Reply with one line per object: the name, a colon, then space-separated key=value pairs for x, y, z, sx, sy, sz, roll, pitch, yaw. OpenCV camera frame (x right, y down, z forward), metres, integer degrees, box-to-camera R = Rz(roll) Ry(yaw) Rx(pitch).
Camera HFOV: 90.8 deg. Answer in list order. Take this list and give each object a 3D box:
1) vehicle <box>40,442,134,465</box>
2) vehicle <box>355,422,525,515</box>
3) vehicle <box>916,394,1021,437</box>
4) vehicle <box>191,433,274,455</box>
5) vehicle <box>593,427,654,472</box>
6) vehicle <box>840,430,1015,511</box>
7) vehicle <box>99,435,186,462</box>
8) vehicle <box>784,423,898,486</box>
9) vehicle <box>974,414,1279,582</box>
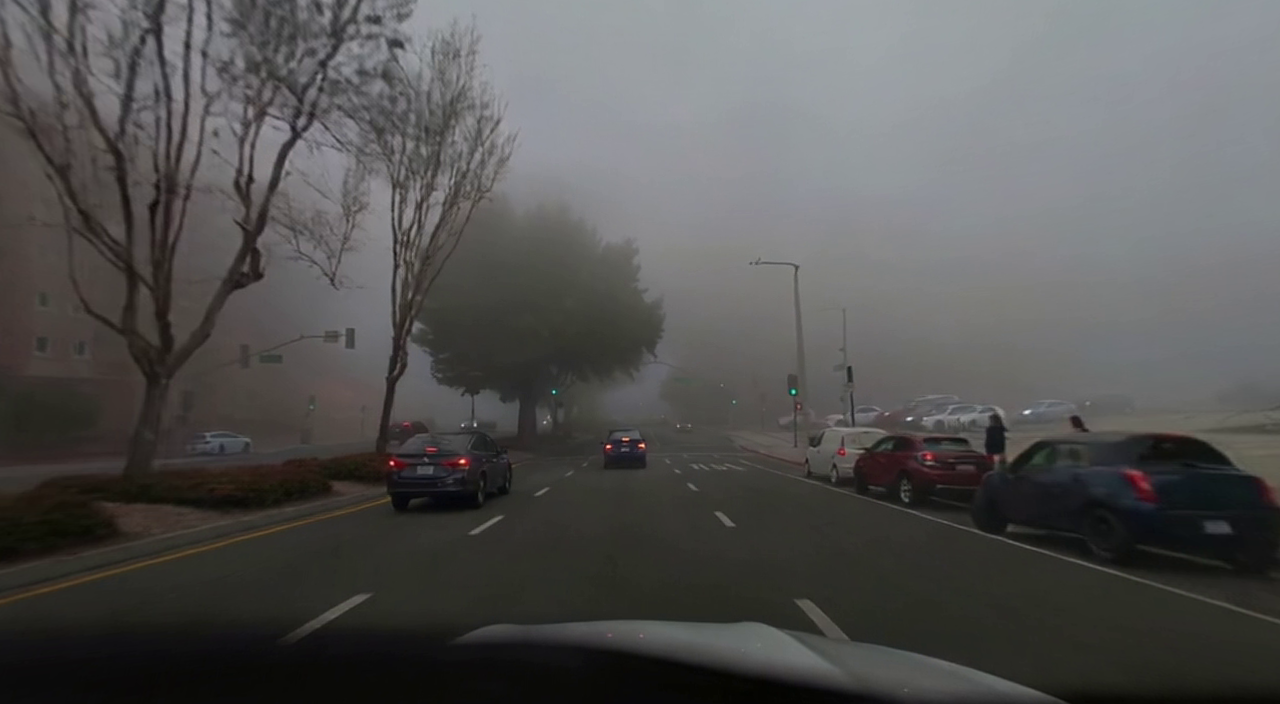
vehicle: x=-35.499 y=6.496 z=40.637 sx=3.957 sy=1.396 sz=2.134 roll=0 pitch=-9 yaw=0
vehicle: x=-3.731 y=2.270 z=12.767 sx=1.934 sy=1.522 sz=4.464 roll=0 pitch=-8 yaw=1
vehicle: x=21.520 y=4.213 z=41.519 sx=5.756 sy=2.653 sz=2.403 roll=2 pitch=-9 yaw=-12
vehicle: x=-28.192 y=6.372 z=43.791 sx=4.453 sy=1.471 sz=1.921 roll=-1 pitch=-8 yaw=4
vehicle: x=-0.544 y=3.621 z=23.581 sx=2.082 sy=1.520 sz=3.896 roll=0 pitch=-8 yaw=0
vehicle: x=6.069 y=2.531 z=13.964 sx=1.959 sy=1.513 sz=4.104 roll=0 pitch=-8 yaw=1
vehicle: x=-34.993 y=6.822 z=44.477 sx=4.698 sy=1.833 sz=1.887 roll=-1 pitch=-8 yaw=7
vehicle: x=6.090 y=3.161 z=19.760 sx=1.904 sy=1.705 sz=4.510 roll=0 pitch=-8 yaw=-2
vehicle: x=6.178 y=1.707 z=8.098 sx=1.877 sy=1.642 sz=3.572 roll=0 pitch=-8 yaw=2
